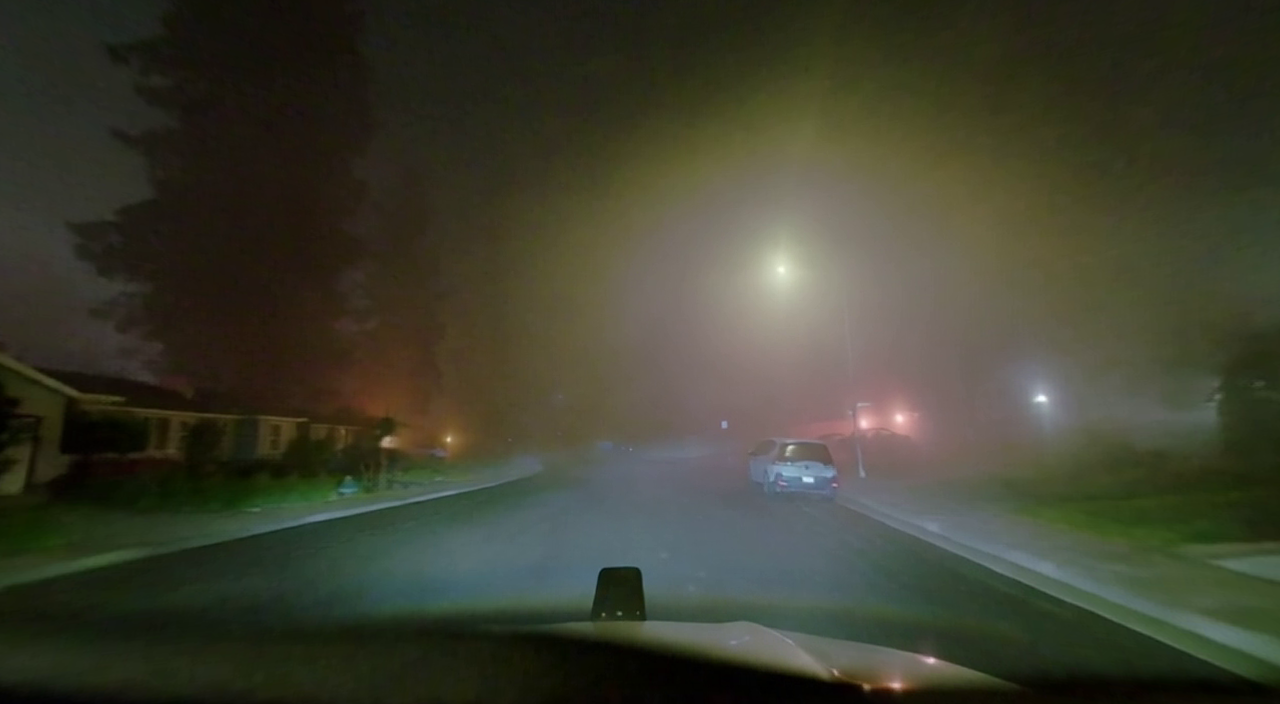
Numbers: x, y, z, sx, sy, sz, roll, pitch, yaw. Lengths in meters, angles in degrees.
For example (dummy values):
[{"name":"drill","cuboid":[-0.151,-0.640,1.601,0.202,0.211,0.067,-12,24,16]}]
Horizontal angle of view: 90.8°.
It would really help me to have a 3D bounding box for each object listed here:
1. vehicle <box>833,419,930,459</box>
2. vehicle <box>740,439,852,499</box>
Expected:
[{"name":"vehicle","cuboid":[13.276,4.813,34.858,4.421,1.703,1.927,-5,-8,-7]},{"name":"vehicle","cuboid":[4.456,3.426,18.881,2.088,1.522,4.449,0,-9,-2]}]
